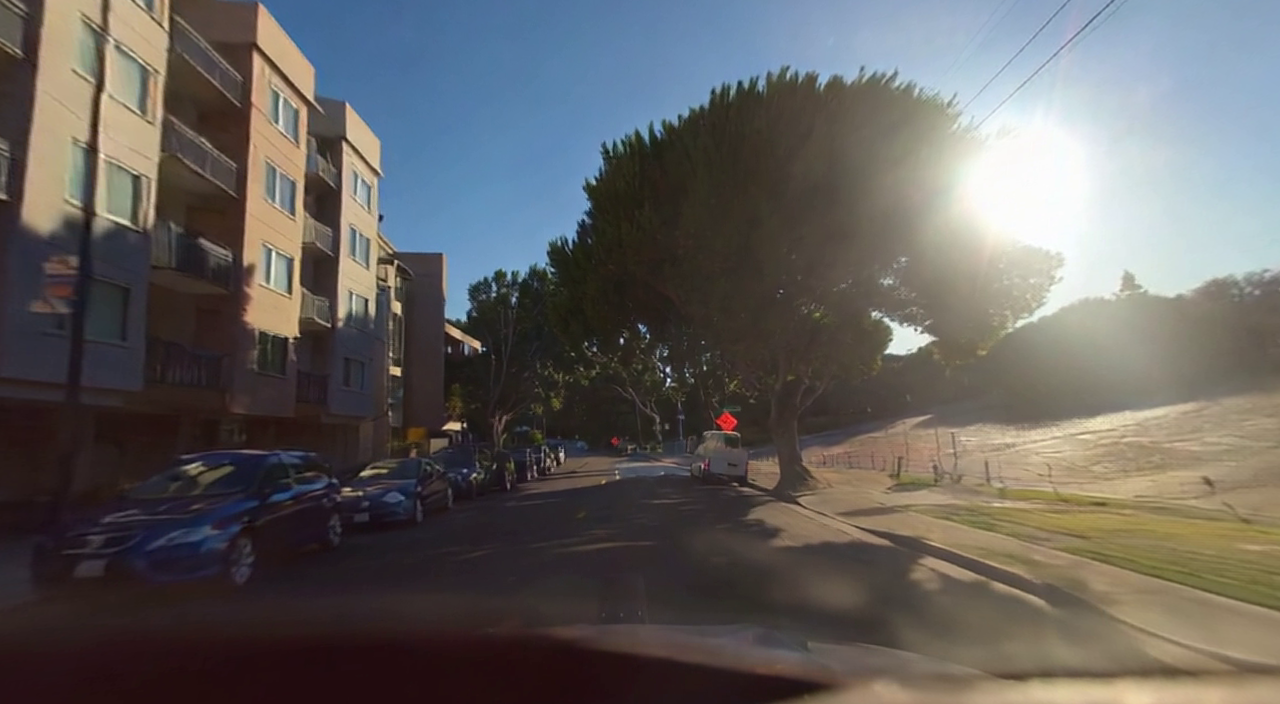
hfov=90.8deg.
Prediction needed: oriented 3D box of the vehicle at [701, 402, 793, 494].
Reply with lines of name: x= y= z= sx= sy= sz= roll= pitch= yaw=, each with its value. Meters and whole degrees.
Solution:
vehicle: x=3.706 y=3.153 z=21.585 sx=1.961 sy=2.656 sz=3.047 roll=-1 pitch=-1 yaw=35

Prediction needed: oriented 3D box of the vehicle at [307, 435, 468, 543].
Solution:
vehicle: x=-5.247 y=2.811 z=13.833 sx=1.837 sy=1.499 sz=4.443 roll=-2 pitch=-2 yaw=-1

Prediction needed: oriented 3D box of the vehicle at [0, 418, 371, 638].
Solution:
vehicle: x=-5.297 y=1.909 z=8.236 sx=1.824 sy=1.664 sz=4.344 roll=-1 pitch=-1 yaw=-2
